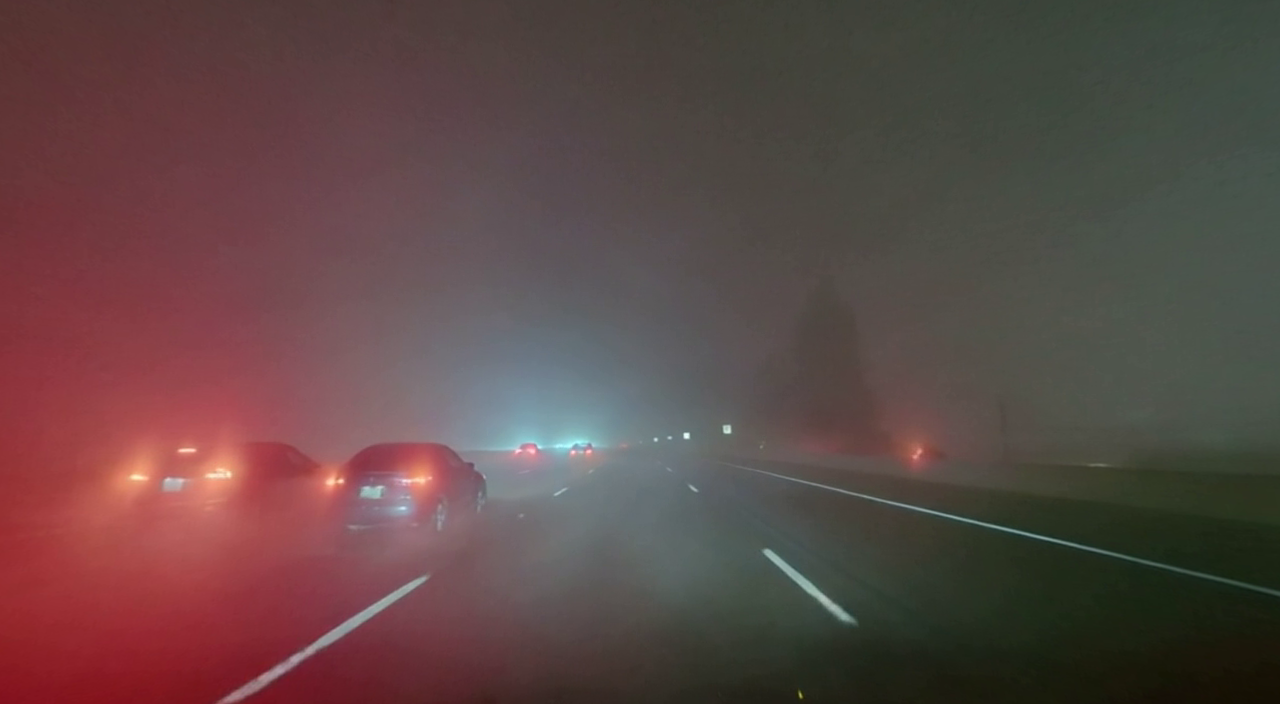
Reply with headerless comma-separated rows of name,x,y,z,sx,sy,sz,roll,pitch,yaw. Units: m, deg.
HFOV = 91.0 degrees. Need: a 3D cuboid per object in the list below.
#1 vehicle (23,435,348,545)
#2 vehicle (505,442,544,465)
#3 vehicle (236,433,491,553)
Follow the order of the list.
vehicle,-7.455,2.262,11.201,2.264,1.492,4.747,0,-8,0
vehicle,-8.180,7.168,44.853,1.924,1.519,4.791,0,-8,0
vehicle,-4.041,2.113,10.325,2.044,1.479,4.745,0,-8,0
